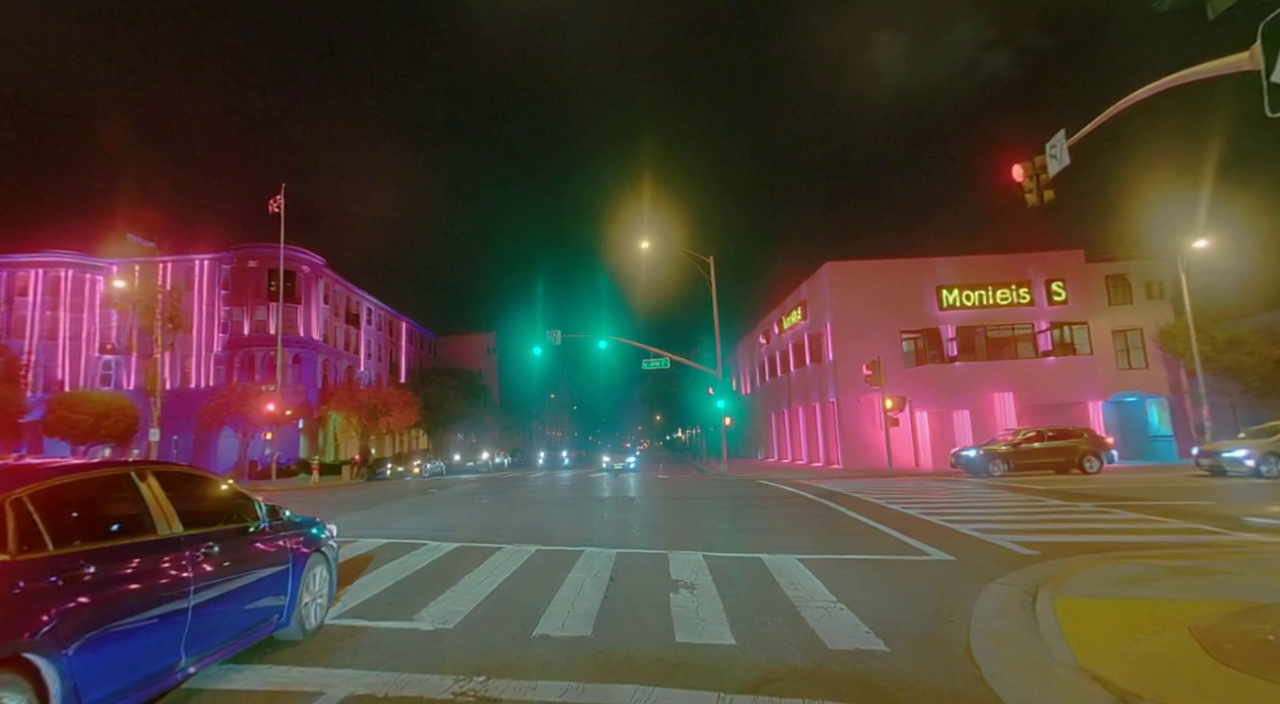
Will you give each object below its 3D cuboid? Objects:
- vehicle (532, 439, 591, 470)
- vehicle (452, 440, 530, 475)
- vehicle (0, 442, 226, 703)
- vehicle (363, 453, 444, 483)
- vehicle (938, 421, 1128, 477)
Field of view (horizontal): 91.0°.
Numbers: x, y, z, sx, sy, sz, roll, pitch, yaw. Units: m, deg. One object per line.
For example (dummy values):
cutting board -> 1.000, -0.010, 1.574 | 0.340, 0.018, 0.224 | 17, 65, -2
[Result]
vehicle -> -4.495, 5.982, 36.873 | 1.928, 1.647, 4.575 | -2, -9, 13
vehicle -> -8.378, 5.974, 36.054 | 2.152, 1.825, 5.406 | -2, -9, 12
vehicle -> -3.752, 0.970, 2.145 | 1.759, 1.325, 4.295 | 0, -9, 0
vehicle -> -12.589, 6.168, 33.868 | 1.976, 1.425, 4.567 | -1, -9, 10
vehicle -> 11.567, 2.890, 18.802 | 4.355, 1.546, 1.820 | -1, -9, 6
